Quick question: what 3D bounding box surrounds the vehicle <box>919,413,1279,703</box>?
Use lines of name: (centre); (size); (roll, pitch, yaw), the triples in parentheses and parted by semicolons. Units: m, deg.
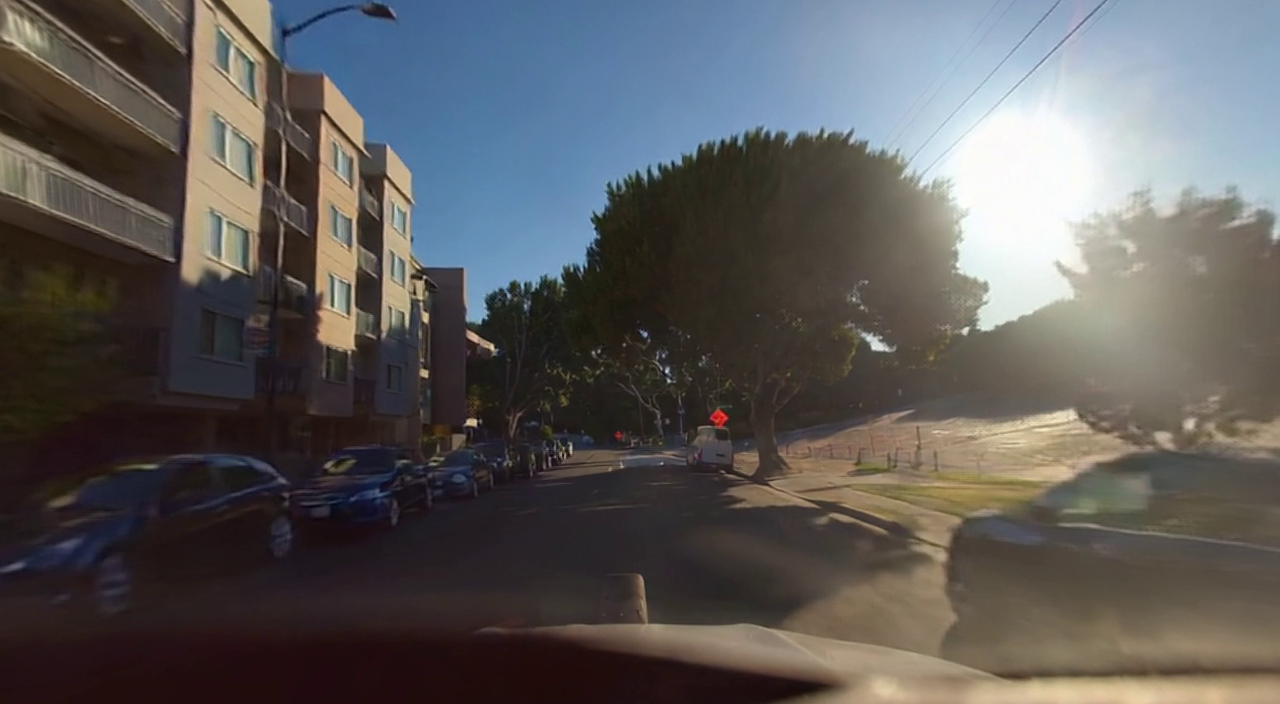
vehicle: (3.237, 1.072, 2.996); (1.835, 1.490, 4.134); (0, -8, -2)

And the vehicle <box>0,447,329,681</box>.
vehicle: (-5.110, 1.671, 6.005); (1.890, 1.457, 4.856); (0, -8, -1)

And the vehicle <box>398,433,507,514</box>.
vehicle: (-5.146, 3.298, 17.948); (1.837, 1.499, 4.443); (-2, -2, -1)

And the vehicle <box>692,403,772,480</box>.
vehicle: (3.779, 3.524, 25.663); (1.961, 2.656, 3.047); (-2, -1, 35)

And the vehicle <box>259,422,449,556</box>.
vehicle: (-5.269, 2.445, 12.356); (1.824, 1.664, 4.344); (-1, 0, -2)
